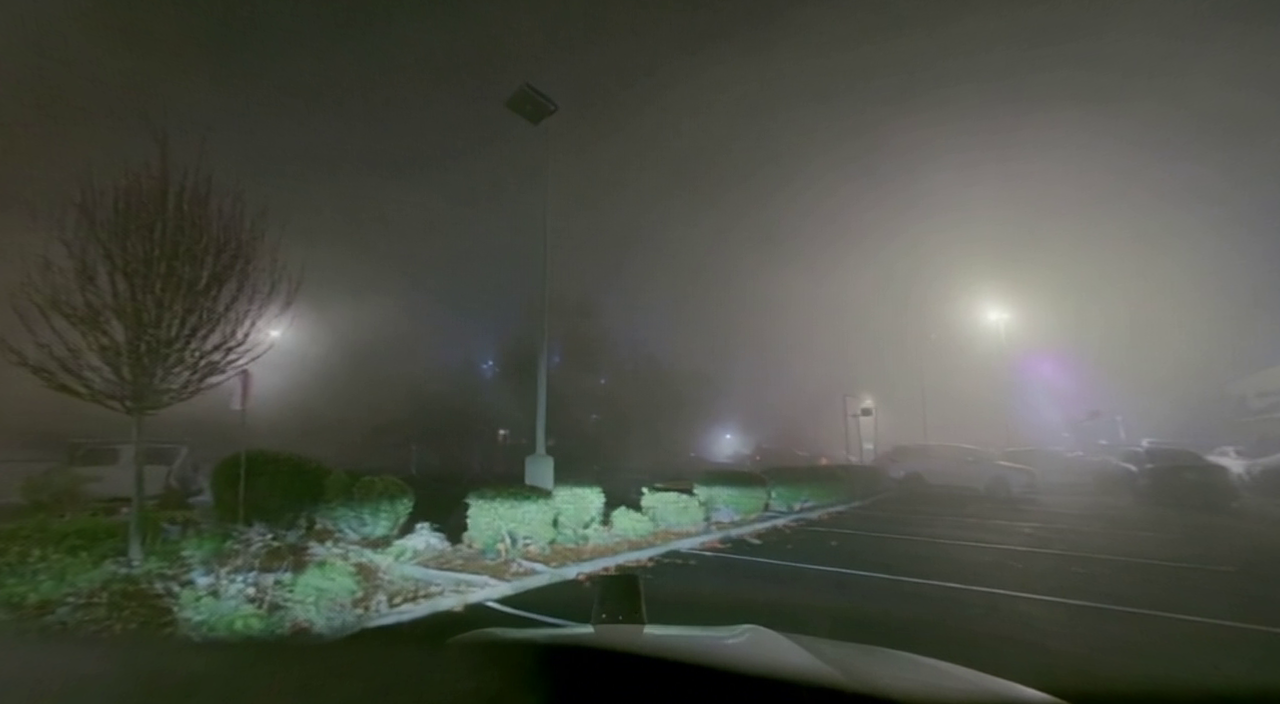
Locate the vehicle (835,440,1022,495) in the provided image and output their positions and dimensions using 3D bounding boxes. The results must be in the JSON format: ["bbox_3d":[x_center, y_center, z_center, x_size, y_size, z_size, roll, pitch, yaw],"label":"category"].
[{"bbox_3d":[8.663,3.444,19.215,4.772,1.441,1.976,-7,-11,36],"label":"vehicle"}]

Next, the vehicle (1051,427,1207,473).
[{"bbox_3d":[20.619,4.190,26.901,4.939,1.664,2.055,-8,-8,35],"label":"vehicle"}]

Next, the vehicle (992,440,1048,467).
[{"bbox_3d":[21.177,5.627,35.169,2.190,1.441,3.759,-7,-11,36],"label":"vehicle"}]

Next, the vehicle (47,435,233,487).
[{"bbox_3d":[-17.725,3.848,22.654,1.921,1.632,4.752,-7,-11,36],"label":"vehicle"}]
